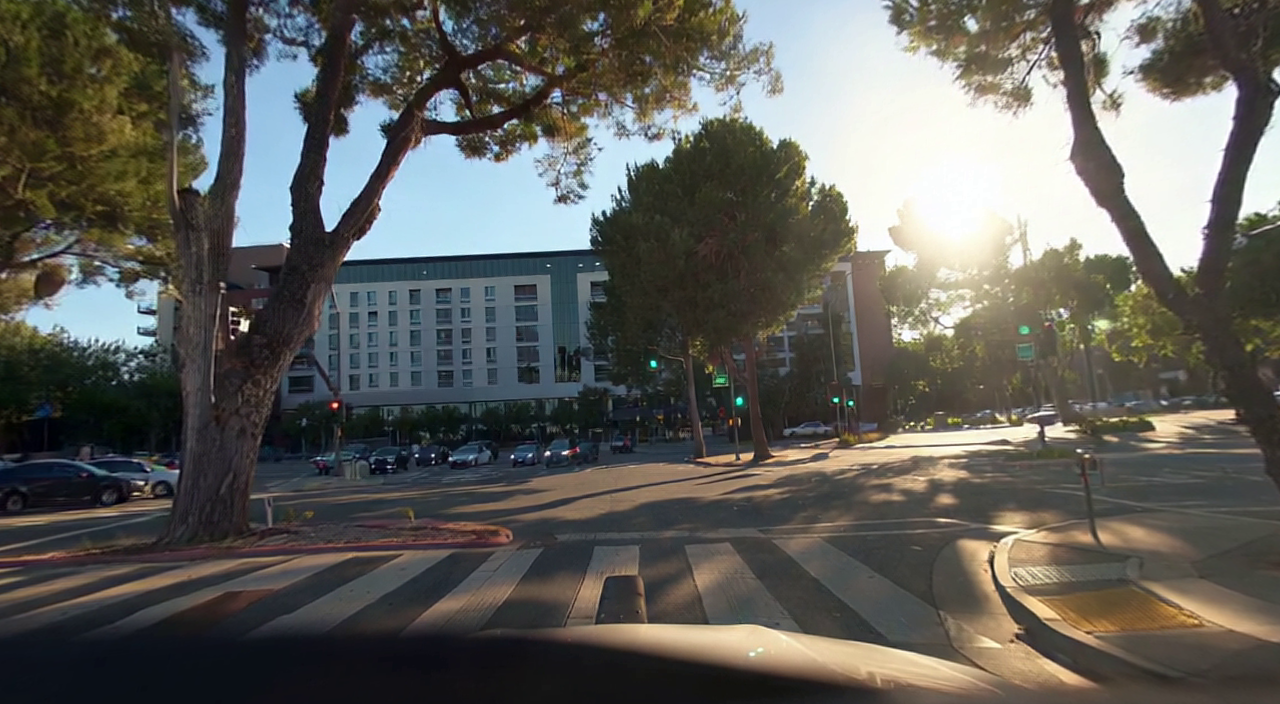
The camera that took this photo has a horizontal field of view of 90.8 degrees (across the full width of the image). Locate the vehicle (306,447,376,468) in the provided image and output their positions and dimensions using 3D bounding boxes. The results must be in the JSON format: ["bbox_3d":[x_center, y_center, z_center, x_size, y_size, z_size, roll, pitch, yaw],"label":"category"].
[{"bbox_3d":[-21.990,7.774,46.540,4.207,1.508,1.875,0,-9,2],"label":"vehicle"}]

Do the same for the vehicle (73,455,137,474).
[{"bbox_3d":[-41.355,8.682,48.942,1.651,1.379,3.787,0,-9,0],"label":"vehicle"}]

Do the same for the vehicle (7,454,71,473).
[{"bbox_3d":[-46.388,8.591,48.811,1.627,1.392,3.330,0,-9,-1],"label":"vehicle"}]

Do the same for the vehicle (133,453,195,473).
[{"bbox_3d":[-36.442,8.474,48.482,1.709,1.410,3.945,0,-9,-2],"label":"vehicle"}]
